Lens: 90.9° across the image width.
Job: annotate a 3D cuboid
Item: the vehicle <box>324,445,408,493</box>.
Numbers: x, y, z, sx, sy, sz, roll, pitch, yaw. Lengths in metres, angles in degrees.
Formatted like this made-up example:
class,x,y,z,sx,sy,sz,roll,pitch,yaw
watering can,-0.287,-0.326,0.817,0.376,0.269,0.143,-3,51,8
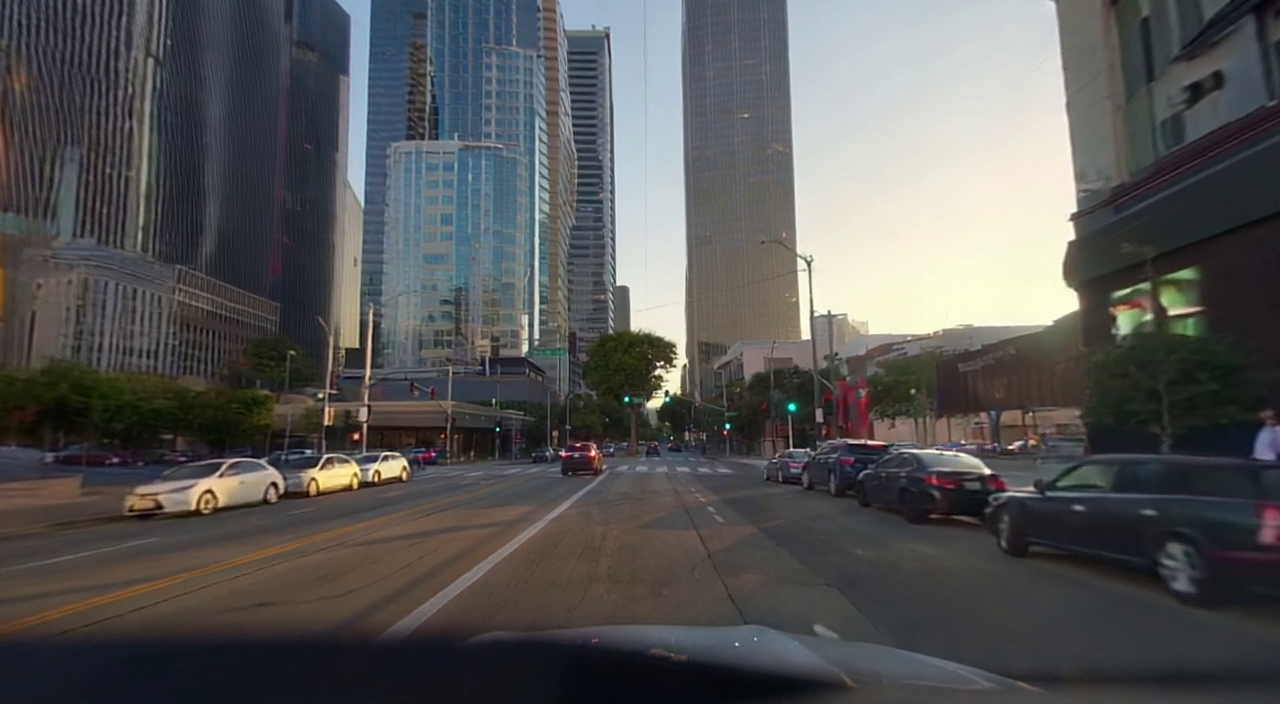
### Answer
class,x,y,z,sx,sy,sz,roll,pitch,yaw
vehicle,-12.086,5.129,28.103,1.890,1.781,4.331,-5,-8,-2

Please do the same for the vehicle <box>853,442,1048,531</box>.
class,x,y,z,sx,sy,sz,roll,pitch,yaw
vehicle,5.962,2.582,12.830,1.760,1.471,4.453,0,-8,1

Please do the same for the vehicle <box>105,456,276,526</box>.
class,x,y,z,sx,sy,sz,roll,pitch,yaw
vehicle,-12.190,3.734,17.485,1.845,1.493,4.107,-4,-8,-2

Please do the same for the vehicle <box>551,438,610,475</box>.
class,x,y,z,sx,sy,sz,roll,pitch,yaw
vehicle,-2.564,4.624,28.219,2.014,1.480,4.780,0,-8,2

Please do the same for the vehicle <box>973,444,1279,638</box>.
class,x,y,z,sx,sy,sz,roll,pitch,yaw
vehicle,5.885,1.758,6.959,1.967,1.460,4.558,0,-8,1

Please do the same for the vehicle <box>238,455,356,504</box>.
class,x,y,z,sx,sy,sz,roll,pitch,yaw
vehicle,-12.133,4.500,22.708,1.808,1.475,4.550,0,-8,-2
